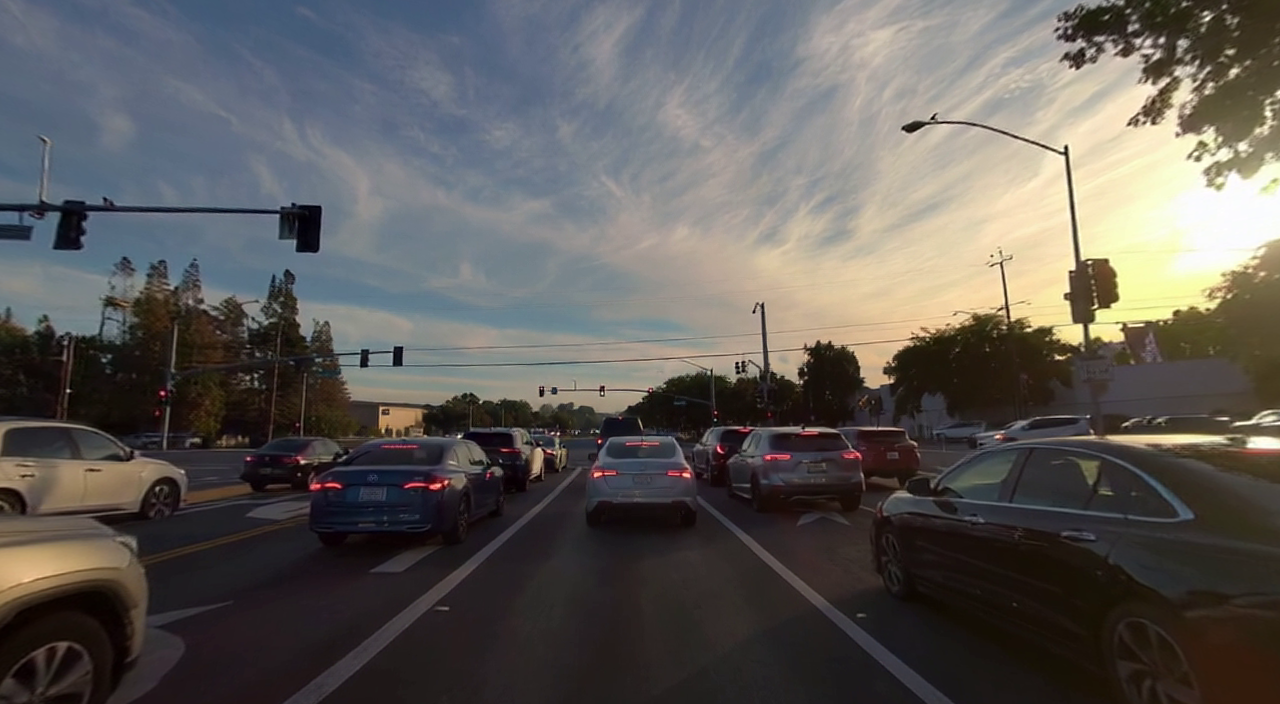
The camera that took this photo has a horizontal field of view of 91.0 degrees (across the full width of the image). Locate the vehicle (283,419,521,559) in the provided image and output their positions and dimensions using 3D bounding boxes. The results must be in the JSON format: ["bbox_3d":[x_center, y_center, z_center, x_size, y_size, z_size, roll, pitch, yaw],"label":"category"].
[{"bbox_3d":[-3.070,1.848,9.275,1.896,1.546,4.378,0,-8,-1],"label":"vehicle"}]

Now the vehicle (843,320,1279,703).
[{"bbox_3d":[3.150,1.040,4.144,2.074,1.685,4.387,0,-8,-1],"label":"vehicle"}]

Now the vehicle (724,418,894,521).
[{"bbox_3d":[3.061,2.232,12.445,2.106,1.667,4.101,0,-8,-2],"label":"vehicle"}]

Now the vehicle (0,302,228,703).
[{"bbox_3d":[-3.194,0.542,0.979,2.079,1.756,4.676,0,-8,-3],"label":"vehicle"}]

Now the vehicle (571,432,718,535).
[{"bbox_3d":[-0.009,2.135,10.832,2.076,1.438,3.770,0,-8,-2],"label":"vehicle"}]
